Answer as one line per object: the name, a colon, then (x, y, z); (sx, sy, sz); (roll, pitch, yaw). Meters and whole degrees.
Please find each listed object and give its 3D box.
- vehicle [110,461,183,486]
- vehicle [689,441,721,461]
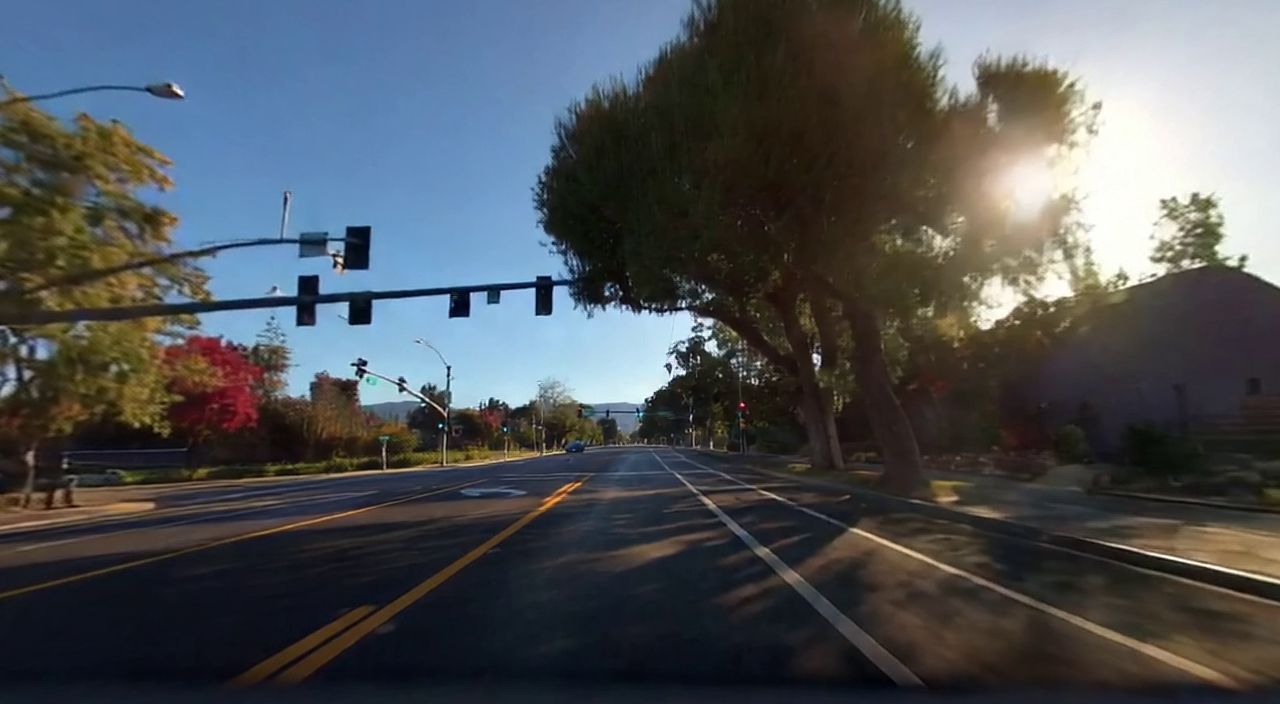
vehicle: (-33.173, 8.168, 42.503); (1.713, 1.527, 3.708); (0, -8, 4)
vehicle: (4.963, 7.641, 48.734); (1.987, 1.448, 4.193); (0, -8, 0)
